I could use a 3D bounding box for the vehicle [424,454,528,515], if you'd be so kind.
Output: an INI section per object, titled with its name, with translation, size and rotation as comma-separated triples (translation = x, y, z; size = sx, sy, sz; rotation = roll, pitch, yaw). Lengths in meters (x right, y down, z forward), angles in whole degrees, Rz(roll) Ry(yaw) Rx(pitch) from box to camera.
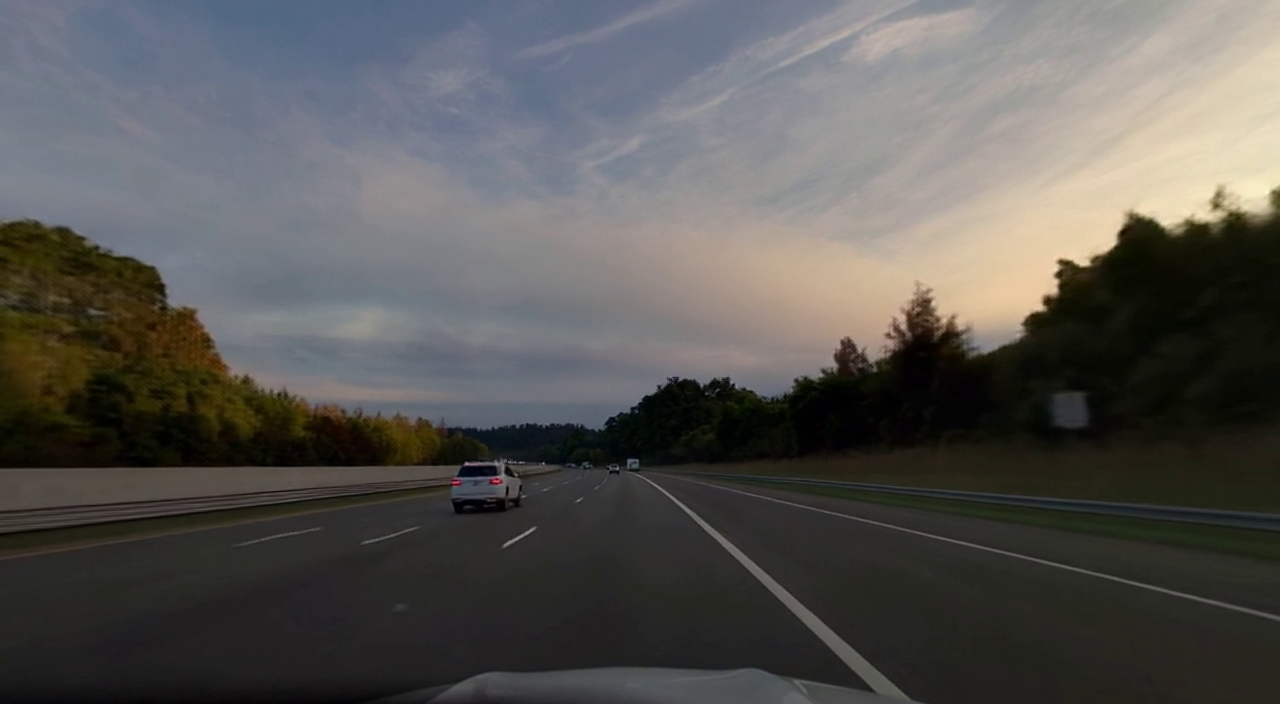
[vehicle]
translation = -4.658, 3.836, 18.510
size = 2.025, 1.584, 3.657
rotation = 0, -10, 0
